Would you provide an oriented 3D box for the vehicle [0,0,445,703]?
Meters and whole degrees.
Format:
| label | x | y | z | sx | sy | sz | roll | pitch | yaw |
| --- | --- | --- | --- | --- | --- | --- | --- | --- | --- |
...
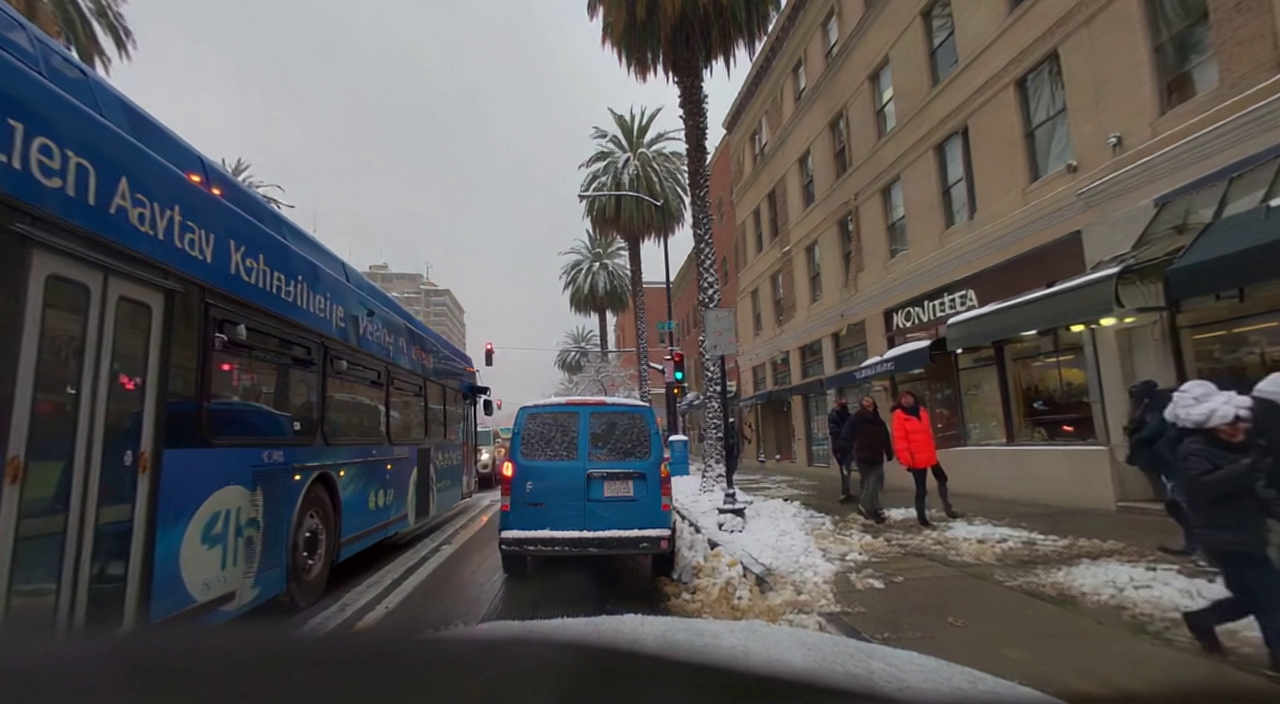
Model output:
| label | x | y | z | sx | sy | sz | roll | pitch | yaw |
| --- | --- | --- | --- | --- | --- | --- | --- | --- | --- |
| vehicle | -3.733 | 0.132 | 2.841 | 2.863 | 3.233 | 11.573 | 0 | -8 | -4 |

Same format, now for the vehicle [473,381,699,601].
| label | x | y | z | sx | sy | sz | roll | pitch | yaw |
| --- | --- | --- | --- | --- | --- | --- | --- | --- | --- |
| vehicle | -0.798 | 1.532 | 7.798 | 2.002 | 1.907 | 4.211 | 1 | -9 | -9 |
